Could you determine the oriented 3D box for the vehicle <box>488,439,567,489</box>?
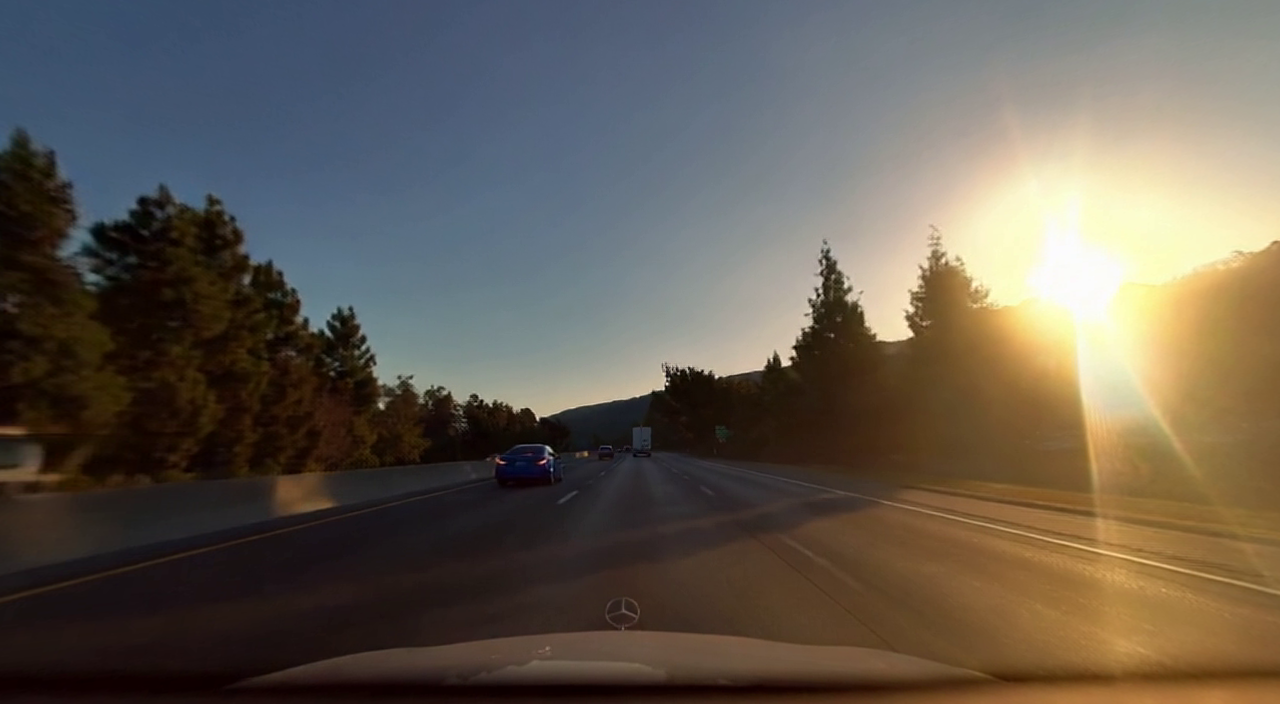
[{"bbox_3d":[-3.825,3.890,22.143,2.018,1.548,3.849,0,-9,0],"label":"vehicle"}]
